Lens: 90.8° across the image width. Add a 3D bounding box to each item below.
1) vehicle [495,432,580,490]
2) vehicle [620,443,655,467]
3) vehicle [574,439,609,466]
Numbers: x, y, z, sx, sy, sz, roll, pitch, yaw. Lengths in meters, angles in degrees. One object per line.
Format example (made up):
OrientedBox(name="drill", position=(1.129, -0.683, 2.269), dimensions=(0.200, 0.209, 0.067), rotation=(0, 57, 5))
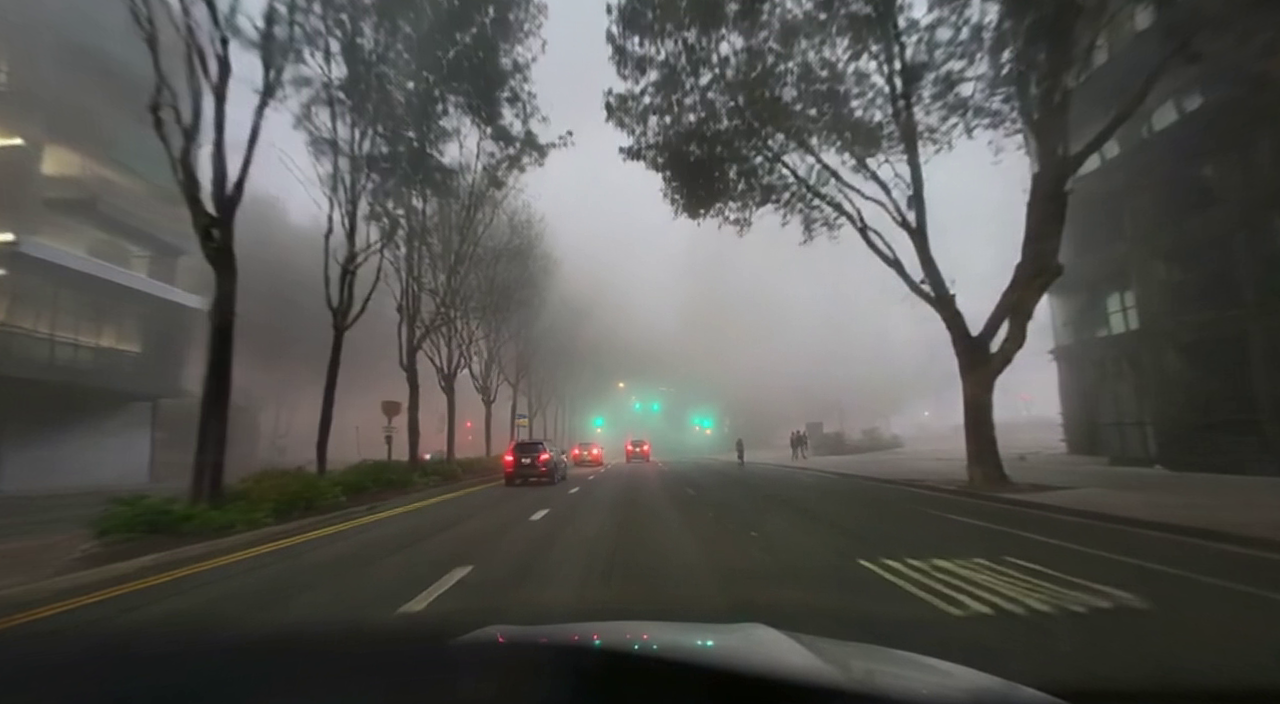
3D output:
OrientedBox(name="vehicle", position=(-3.318, 3.652, 21.437), dimensions=(2.116, 1.725, 4.315), rotation=(0, -9, 1))
OrientedBox(name="vehicle", position=(-0.148, 6.515, 40.012), dimensions=(2.095, 1.438, 3.843), rotation=(0, -9, 0))
OrientedBox(name="vehicle", position=(-3.436, 7.189, 45.451), dimensions=(2.152, 1.802, 4.628), rotation=(0, -9, 0))
